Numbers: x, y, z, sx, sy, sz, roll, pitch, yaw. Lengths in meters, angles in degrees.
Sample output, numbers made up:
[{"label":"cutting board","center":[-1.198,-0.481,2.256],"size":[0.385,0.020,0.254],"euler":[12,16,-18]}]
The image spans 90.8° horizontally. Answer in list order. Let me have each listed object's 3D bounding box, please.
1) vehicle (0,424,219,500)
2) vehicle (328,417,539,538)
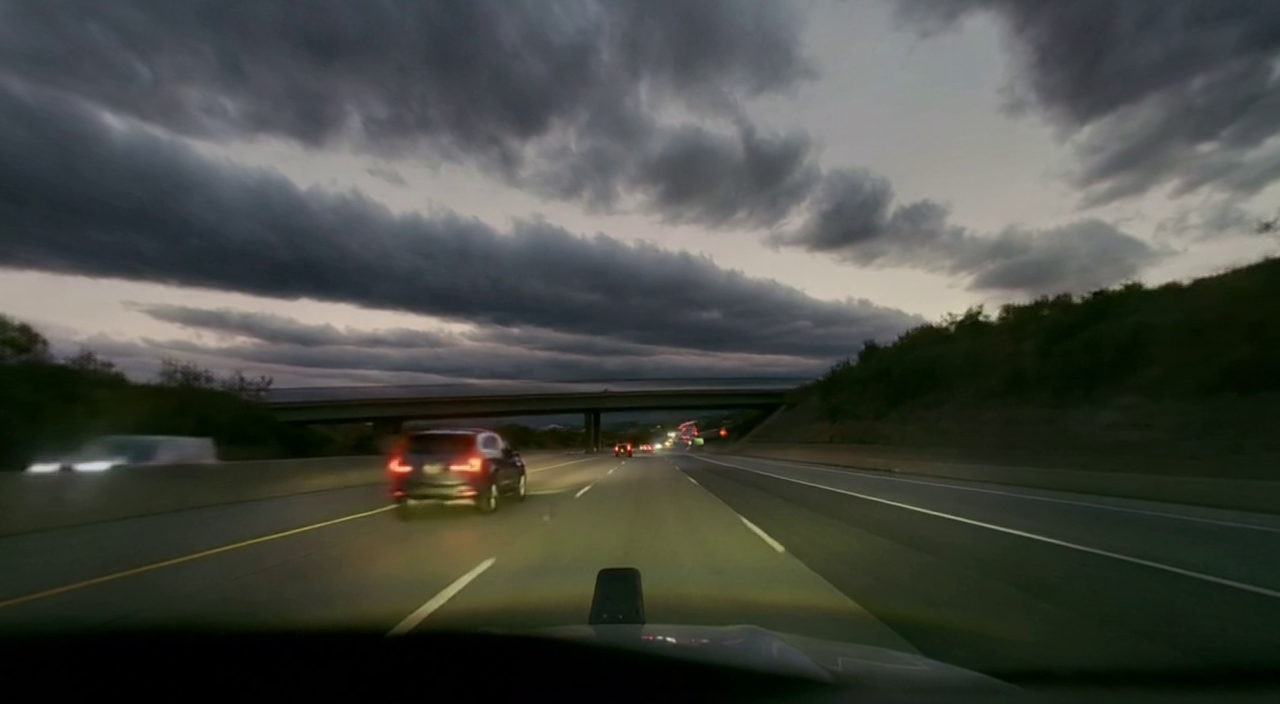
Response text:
[{"label":"vehicle","center":[-14.900,3.089,18.027],"size":[2.078,1.841,5.188],"euler":[0,-9,1]},{"label":"vehicle","center":[-3.356,2.166,11.436],"size":[2.181,1.730,4.517],"euler":[0,-9,1]}]
